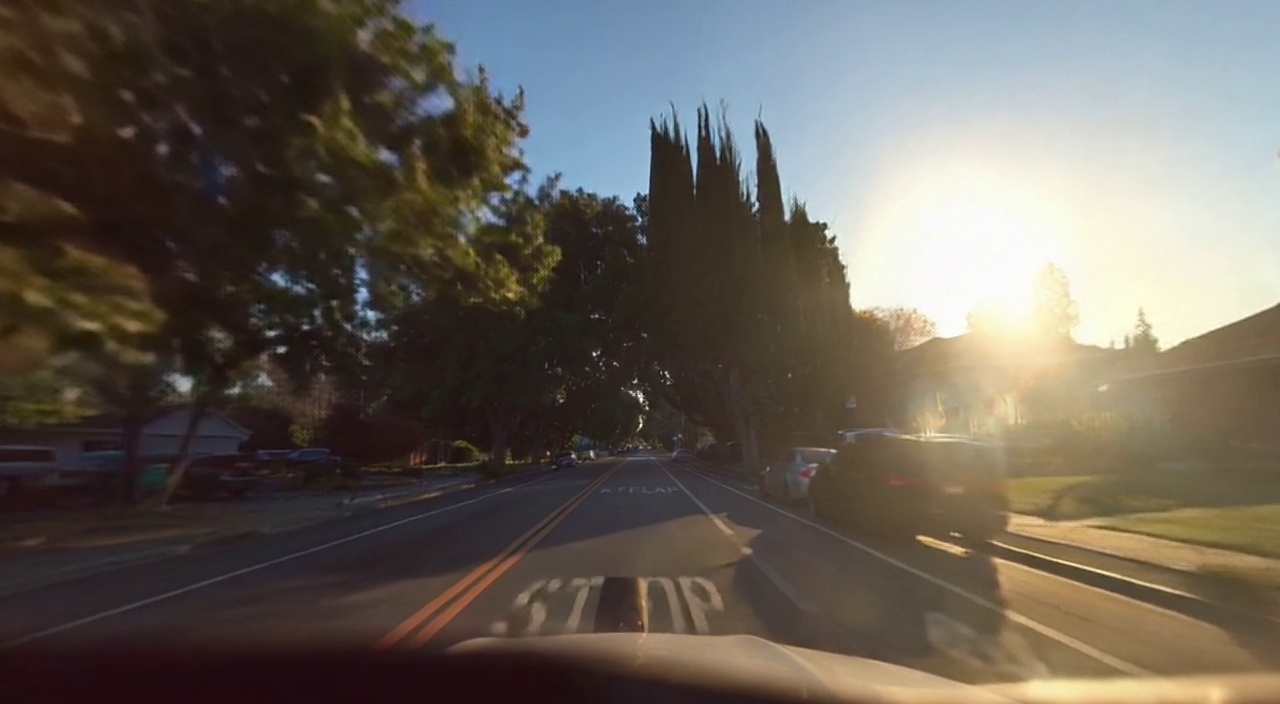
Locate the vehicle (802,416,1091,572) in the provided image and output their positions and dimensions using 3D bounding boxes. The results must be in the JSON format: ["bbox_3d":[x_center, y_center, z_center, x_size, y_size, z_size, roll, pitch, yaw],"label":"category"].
[{"bbox_3d":[4.183,2.016,9.818,2.032,1.792,4.849,0,-9,0],"label":"vehicle"}]
